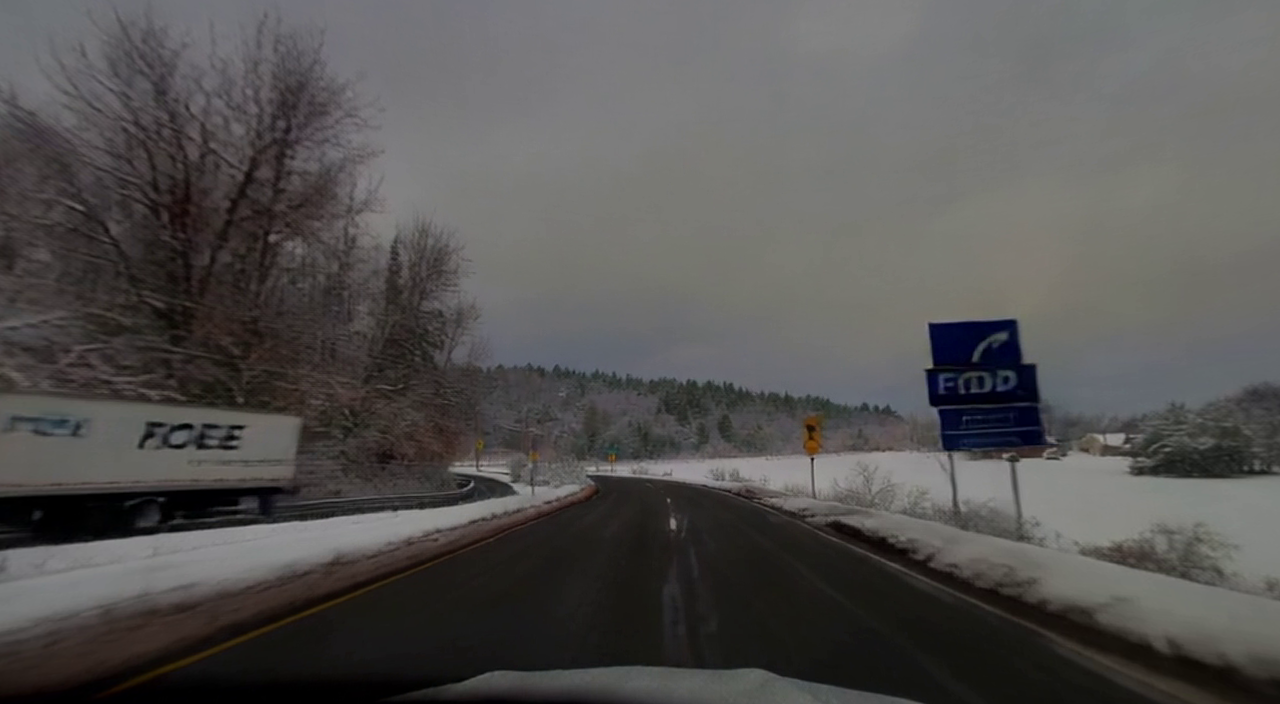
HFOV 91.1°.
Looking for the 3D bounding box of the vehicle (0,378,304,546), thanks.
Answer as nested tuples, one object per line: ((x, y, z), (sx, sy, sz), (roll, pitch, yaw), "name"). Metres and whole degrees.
((-15.238, 3.413, 19.392), (2.935, 4.083, 7.922), (-5, -12, 27), "vehicle")
